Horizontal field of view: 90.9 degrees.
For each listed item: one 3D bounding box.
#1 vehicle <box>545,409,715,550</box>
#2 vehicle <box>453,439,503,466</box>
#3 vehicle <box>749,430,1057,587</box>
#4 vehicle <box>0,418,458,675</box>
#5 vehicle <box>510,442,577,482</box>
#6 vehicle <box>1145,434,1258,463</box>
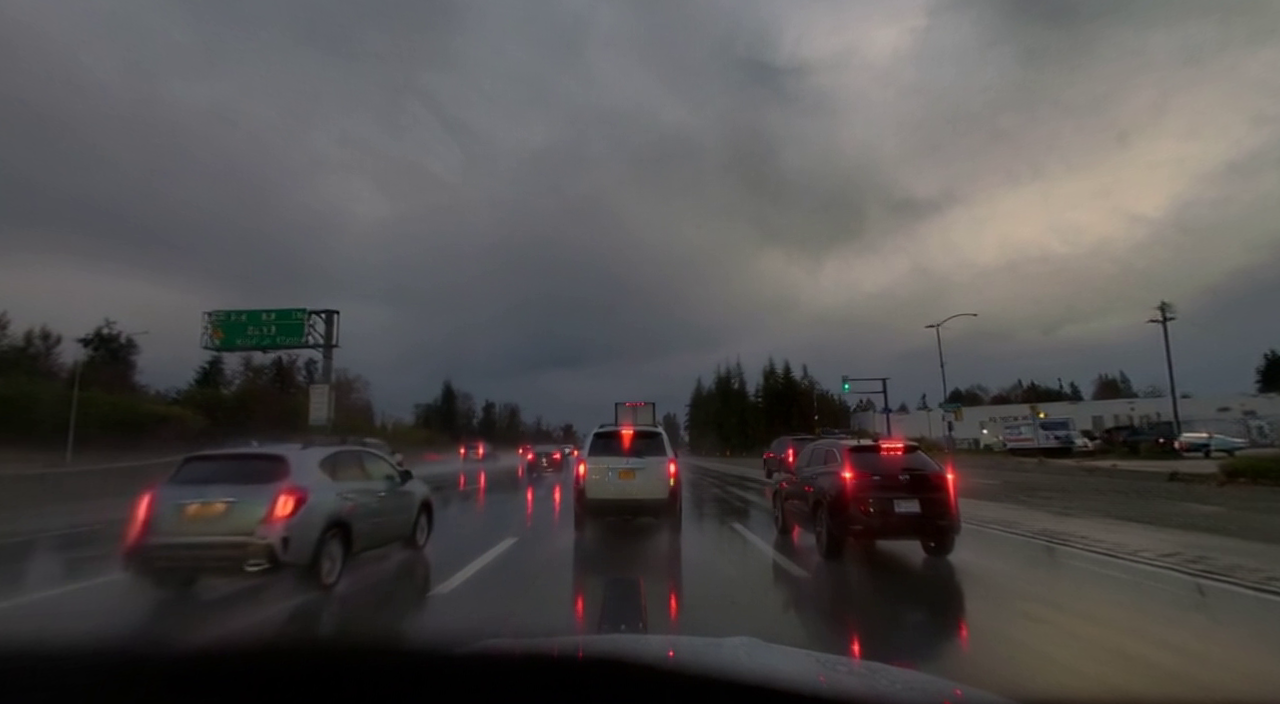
[{"bbox_3d":[-0.142,1.919,10.077,2.152,1.779,3.924,0,-9,0],"label":"vehicle"},{"bbox_3d":[-10.912,6.827,42.840,2.129,1.720,4.547,0,-9,1],"label":"vehicle"},{"bbox_3d":[2.916,1.838,8.330,2.018,1.470,4.491,0,-9,-2],"label":"vehicle"},{"bbox_3d":[-3.471,1.463,5.944,2.132,1.464,4.481,0,-9,1],"label":"vehicle"},{"bbox_3d":[-3.770,4.369,25.277,2.005,1.458,4.143,0,-9,0],"label":"vehicle"},{"bbox_3d":[31.842,5.513,35.940,1.805,1.536,4.325,3,-9,-18],"label":"vehicle"}]
